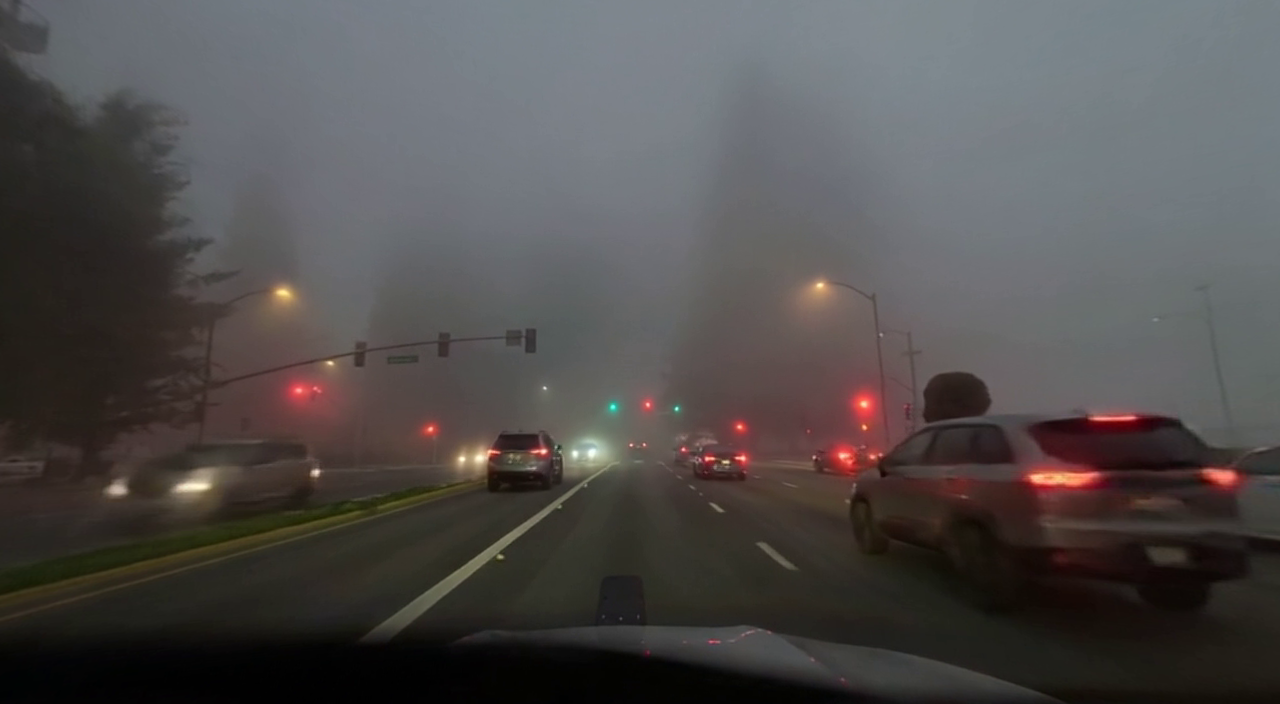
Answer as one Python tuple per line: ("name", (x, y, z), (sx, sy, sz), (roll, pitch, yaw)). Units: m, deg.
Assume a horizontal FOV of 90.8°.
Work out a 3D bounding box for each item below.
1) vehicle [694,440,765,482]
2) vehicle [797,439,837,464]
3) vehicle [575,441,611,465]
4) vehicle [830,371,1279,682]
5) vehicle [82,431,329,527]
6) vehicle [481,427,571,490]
("vehicle", (3.452, 4.300, 25.246), (2.054, 1.473, 4.511), (0, -8, -2))
("vehicle", (12.053, 6.703, 42.746), (2.173, 1.614, 4.335), (-4, -9, 20))
("vehicle", (-3.056, 6.621, 41.602), (2.032, 1.442, 4.336), (0, -8, 0))
("vehicle", (3.641, 1.320, 5.996), (2.152, 1.742, 4.704), (0, -8, -1))
("vehicle", (-8.821, 2.585, 13.480), (2.036, 1.655, 4.529), (0, -8, 0))
("vehicle", (-3.562, 3.418, 20.563), (2.155, 1.797, 3.989), (-1, -8, 1))
